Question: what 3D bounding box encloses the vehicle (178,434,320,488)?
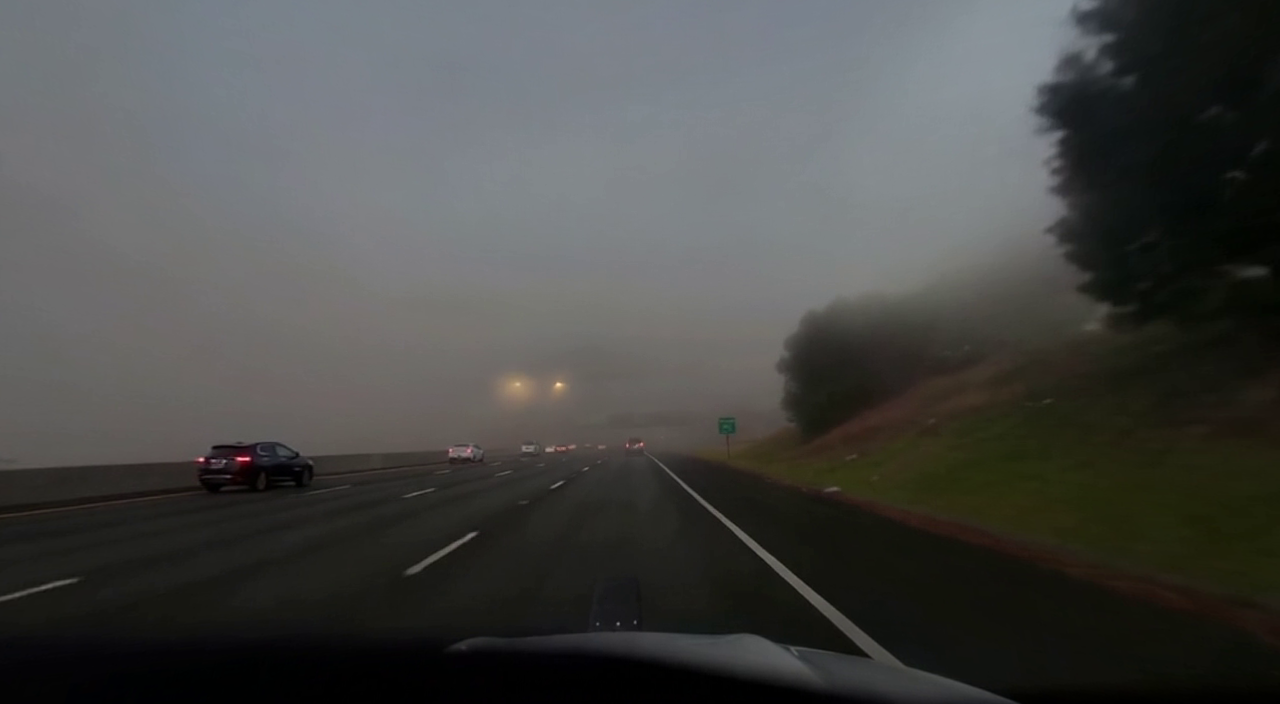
[{"bbox_3d":[-14.477,4.025,23.866,2.049,1.792,5.177,0,-8,0],"label":"vehicle"}]
